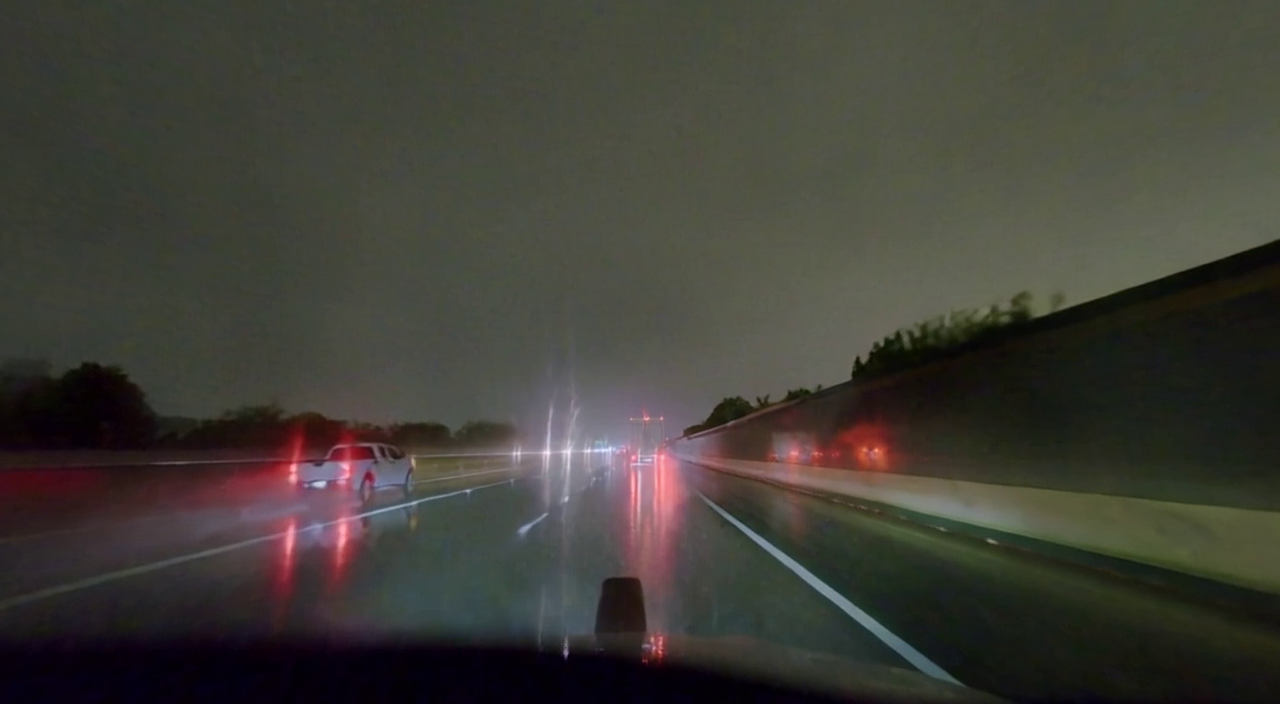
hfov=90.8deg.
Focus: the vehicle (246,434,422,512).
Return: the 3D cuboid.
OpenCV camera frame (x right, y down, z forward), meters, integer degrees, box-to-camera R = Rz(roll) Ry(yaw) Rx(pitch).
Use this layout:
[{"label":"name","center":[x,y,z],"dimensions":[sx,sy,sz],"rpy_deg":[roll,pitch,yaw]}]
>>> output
[{"label":"vehicle","center":[-7.576,3.039,16.306],"dimensions":[2.067,1.676,4.789],"rpy_deg":[0,-9,1]}]
